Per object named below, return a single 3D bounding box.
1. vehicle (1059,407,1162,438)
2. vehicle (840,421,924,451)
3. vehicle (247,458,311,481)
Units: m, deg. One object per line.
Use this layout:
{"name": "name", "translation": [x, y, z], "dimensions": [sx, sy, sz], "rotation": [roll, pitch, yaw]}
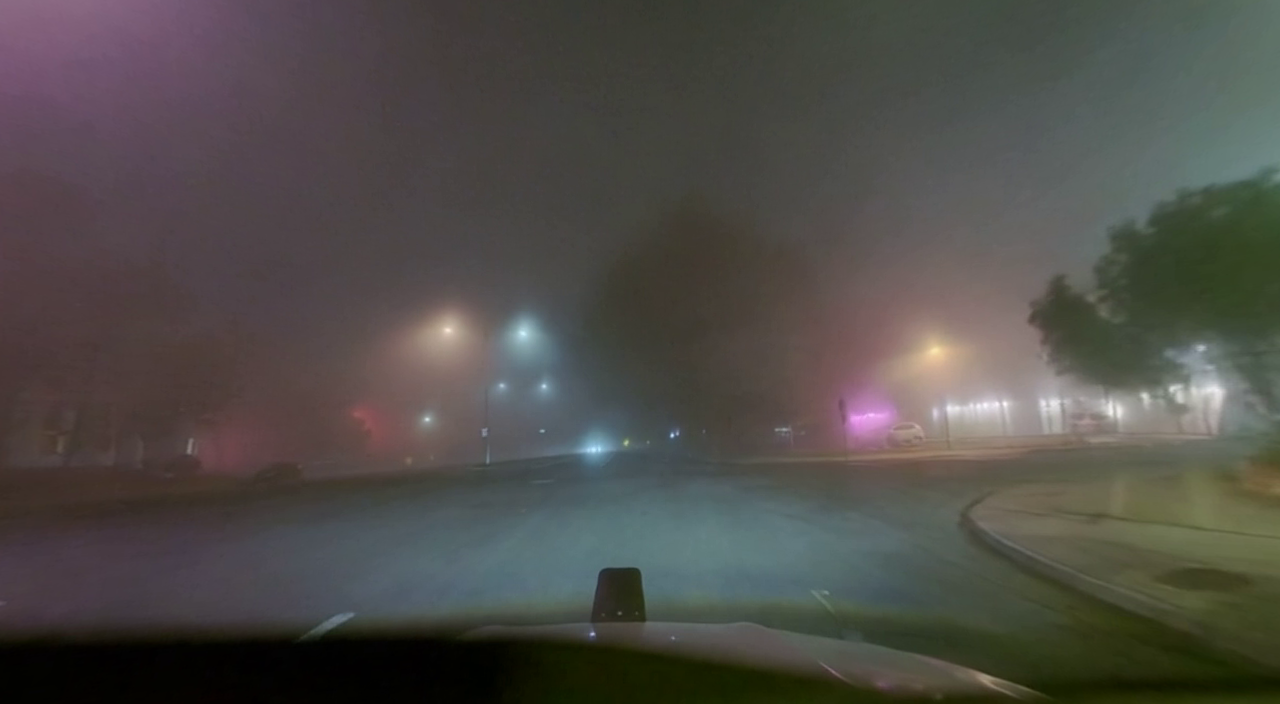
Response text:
{"name": "vehicle", "translation": [29.990, 4.523, 40.352], "dimensions": [4.934, 1.910, 2.165], "rotation": [0, -7, -3]}
{"name": "vehicle", "translation": [15.076, 5.264, 39.461], "dimensions": [4.268, 1.589, 2.156], "rotation": [-2, -9, -6]}
{"name": "vehicle", "translation": [-26.038, 8.504, 45.797], "dimensions": [1.828, 1.448, 4.689], "rotation": [-1, -8, 1]}
